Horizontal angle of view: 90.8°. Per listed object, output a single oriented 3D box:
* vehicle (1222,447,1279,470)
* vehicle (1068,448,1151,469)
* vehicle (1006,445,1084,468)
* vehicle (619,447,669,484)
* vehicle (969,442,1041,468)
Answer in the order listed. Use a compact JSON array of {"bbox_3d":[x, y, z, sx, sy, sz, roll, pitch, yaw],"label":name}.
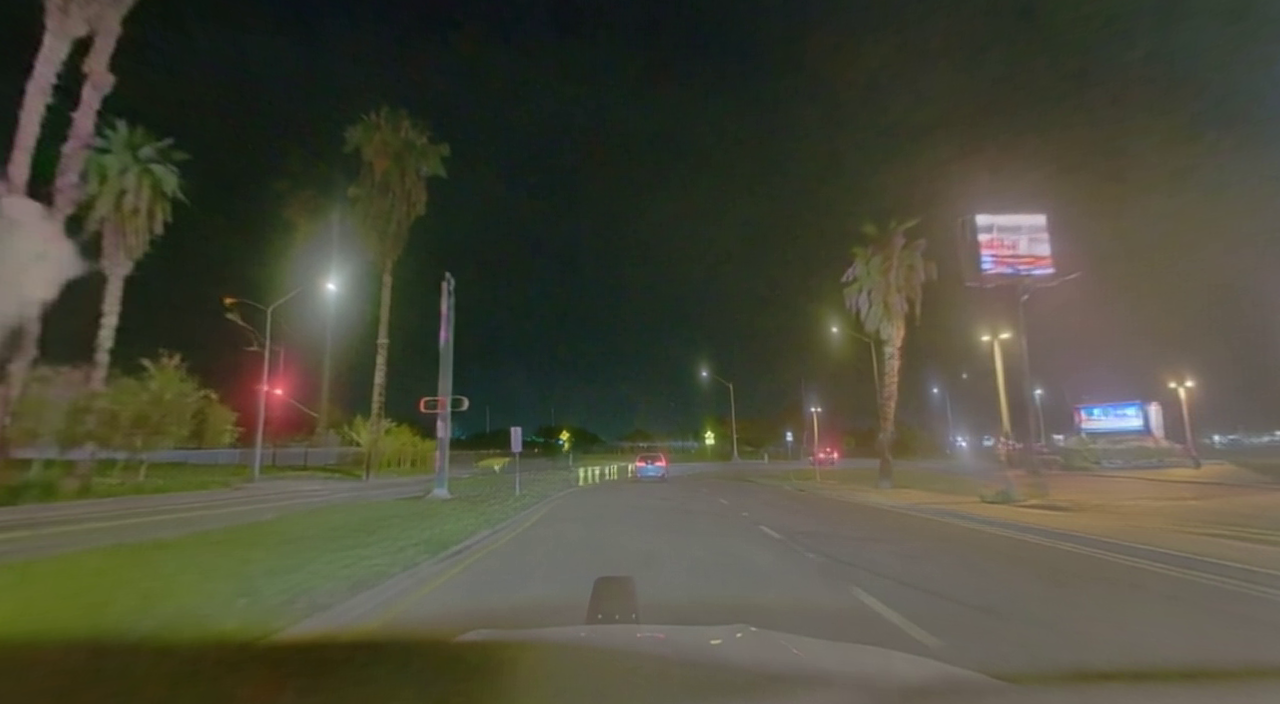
[{"bbox_3d":[45.730,7.758,46.097,4.424,1.624,1.873,0,-9,2],"label":"vehicle"},{"bbox_3d":[34.541,7.827,46.544,4.349,1.460,2.027,0,-10,4],"label":"vehicle"},{"bbox_3d":[29.968,7.727,46.861,4.377,1.633,1.834,0,-9,4],"label":"vehicle"},{"bbox_3d":[0.110,5.058,28.407,2.073,1.525,4.809,1,-9,-1],"label":"vehicle"},{"bbox_3d":[28.440,8.018,49.296,4.381,1.892,1.942,0,-9,1],"label":"vehicle"}]
